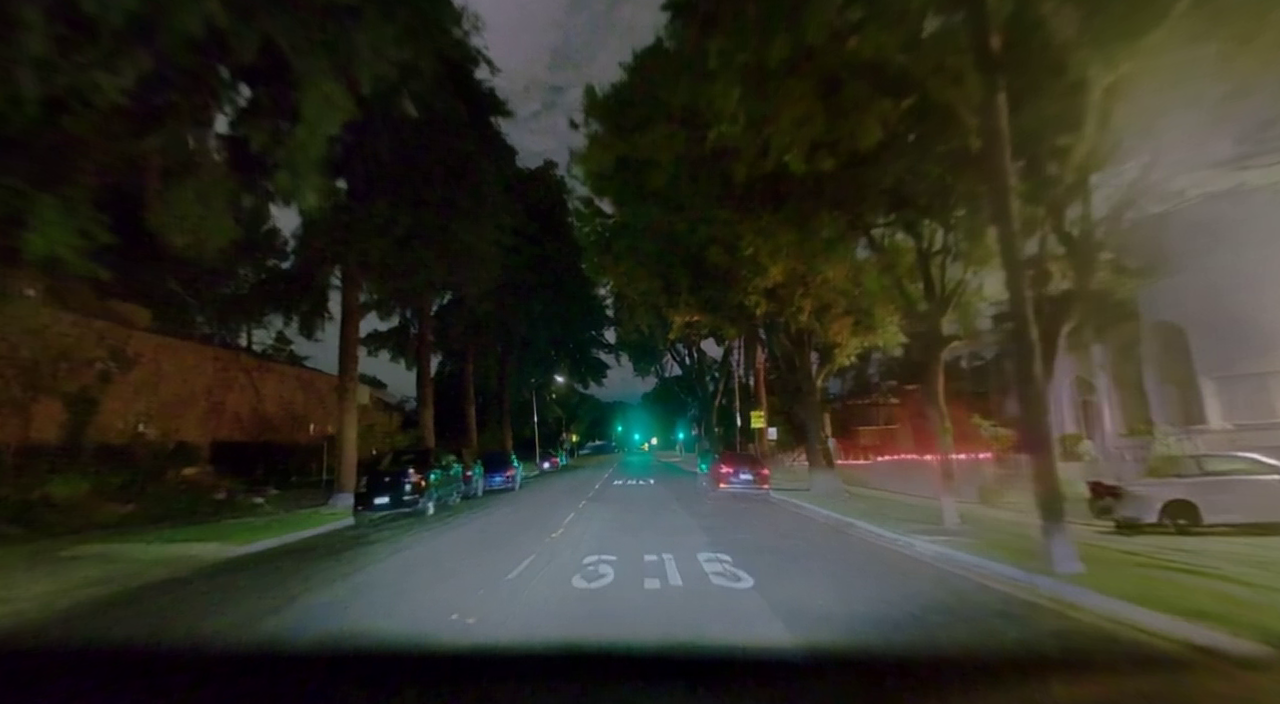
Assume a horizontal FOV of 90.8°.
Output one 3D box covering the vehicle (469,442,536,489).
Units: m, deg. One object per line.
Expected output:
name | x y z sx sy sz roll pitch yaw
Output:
vehicle | -6.105 5.093 28.492 2.027 1.803 4.306 -4 -9 -1

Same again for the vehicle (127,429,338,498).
vehicle | -12.937 3.569 20.365 5.234 2.076 2.197 0 -8 1

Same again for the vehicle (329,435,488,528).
vehicle | -5.614 3.138 16.226 2.155 1.907 5.100 -2 -7 0

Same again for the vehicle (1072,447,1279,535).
vehicle | 10.962 2.480 11.634 4.628 1.403 1.926 0 -8 -3

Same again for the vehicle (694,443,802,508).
vehicle | 2.796 3.306 17.458 2.047 1.532 4.350 0 -8 -2
